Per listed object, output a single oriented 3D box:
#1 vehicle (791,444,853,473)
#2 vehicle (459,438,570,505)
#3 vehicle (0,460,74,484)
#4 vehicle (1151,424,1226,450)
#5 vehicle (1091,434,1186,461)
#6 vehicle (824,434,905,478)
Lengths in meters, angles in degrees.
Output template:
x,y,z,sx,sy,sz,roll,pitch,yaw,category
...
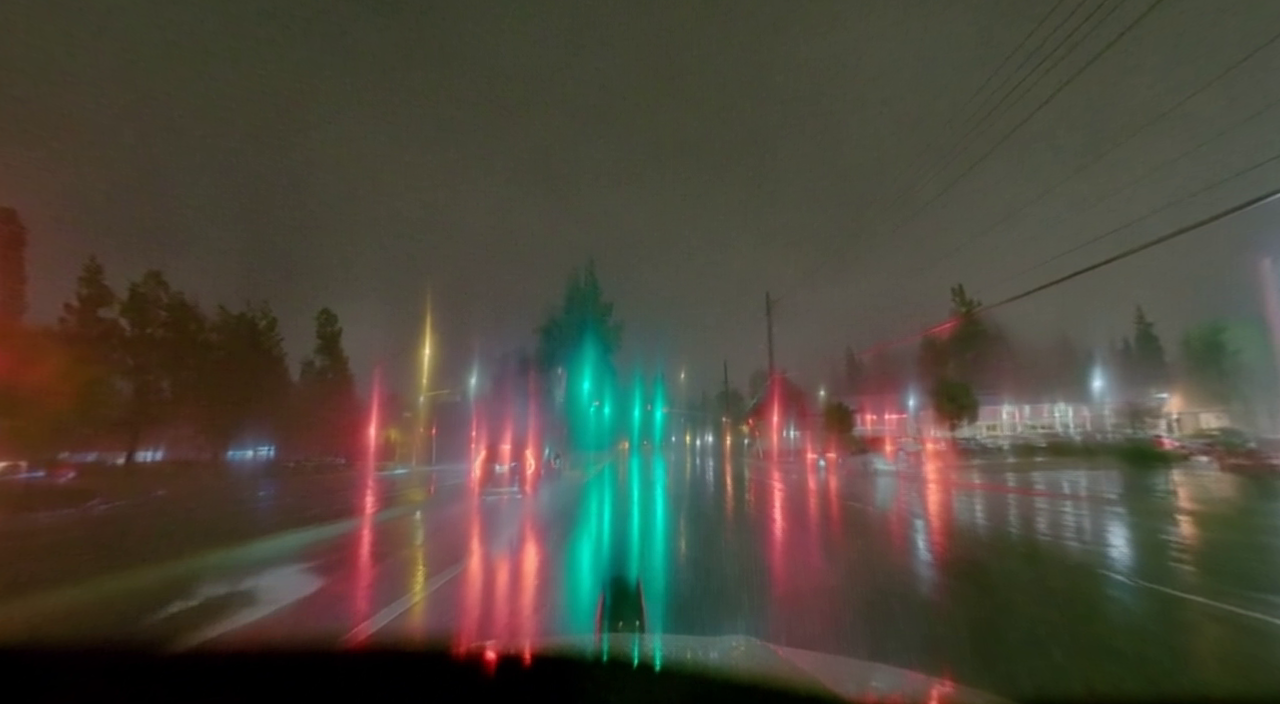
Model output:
x,y,z,sx,sy,sz,roll,pitch,yaw,category
10.145,5.944,35.635,1.987,1.487,4.753,0,-8,-2,vehicle
-3.043,2.991,16.240,2.185,1.473,3.925,0,-8,-2,vehicle
-41.285,8.017,42.374,1.902,1.475,4.635,-8,-12,43,vehicle
43.108,6.718,49.803,1.951,1.925,4.345,0,-8,1,vehicle
28.895,5.561,36.826,1.891,1.504,4.551,0,-8,1,vehicle
10.320,4.792,29.416,1.998,1.862,4.658,0,-8,0,vehicle
